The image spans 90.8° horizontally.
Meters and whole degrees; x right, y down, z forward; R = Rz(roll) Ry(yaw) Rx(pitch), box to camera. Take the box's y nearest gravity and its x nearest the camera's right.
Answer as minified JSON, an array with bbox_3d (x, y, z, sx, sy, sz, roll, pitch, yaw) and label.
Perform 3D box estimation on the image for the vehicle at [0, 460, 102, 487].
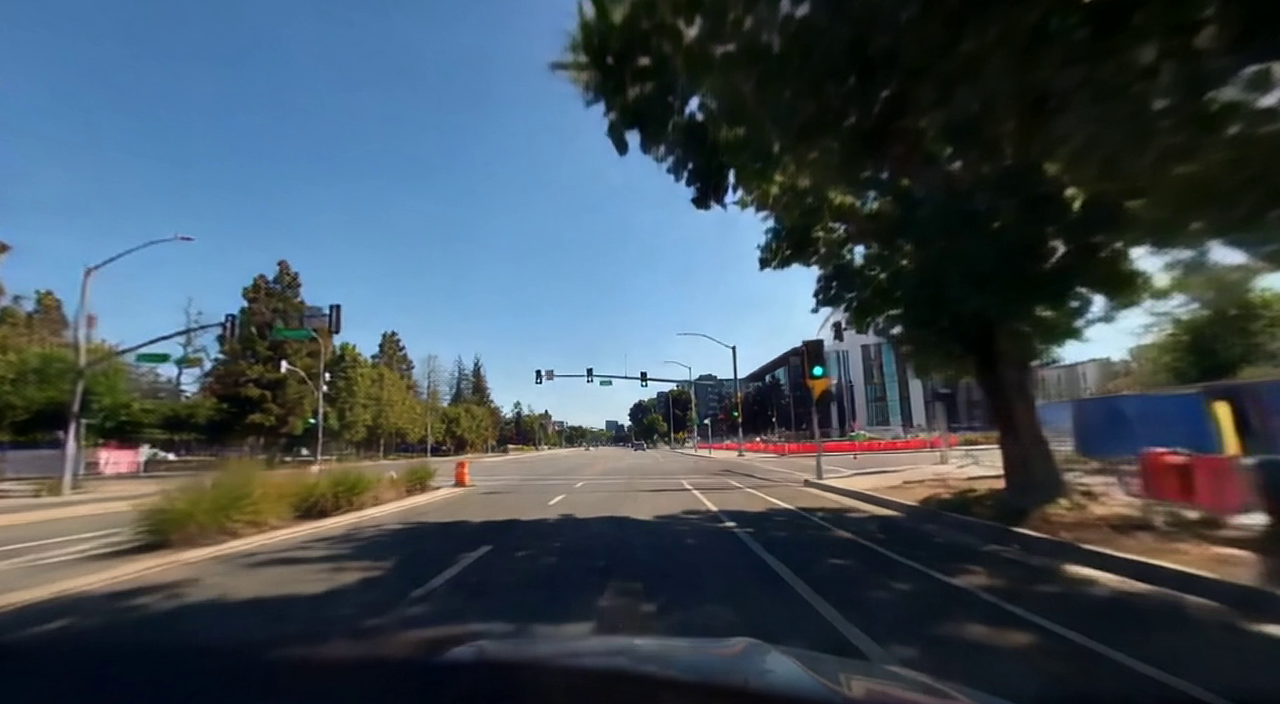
[{"bbox_3d":[-37.562,7.704,40.252,4.530,1.540,2.057,0,-8,-2],"label":"vehicle"}]
